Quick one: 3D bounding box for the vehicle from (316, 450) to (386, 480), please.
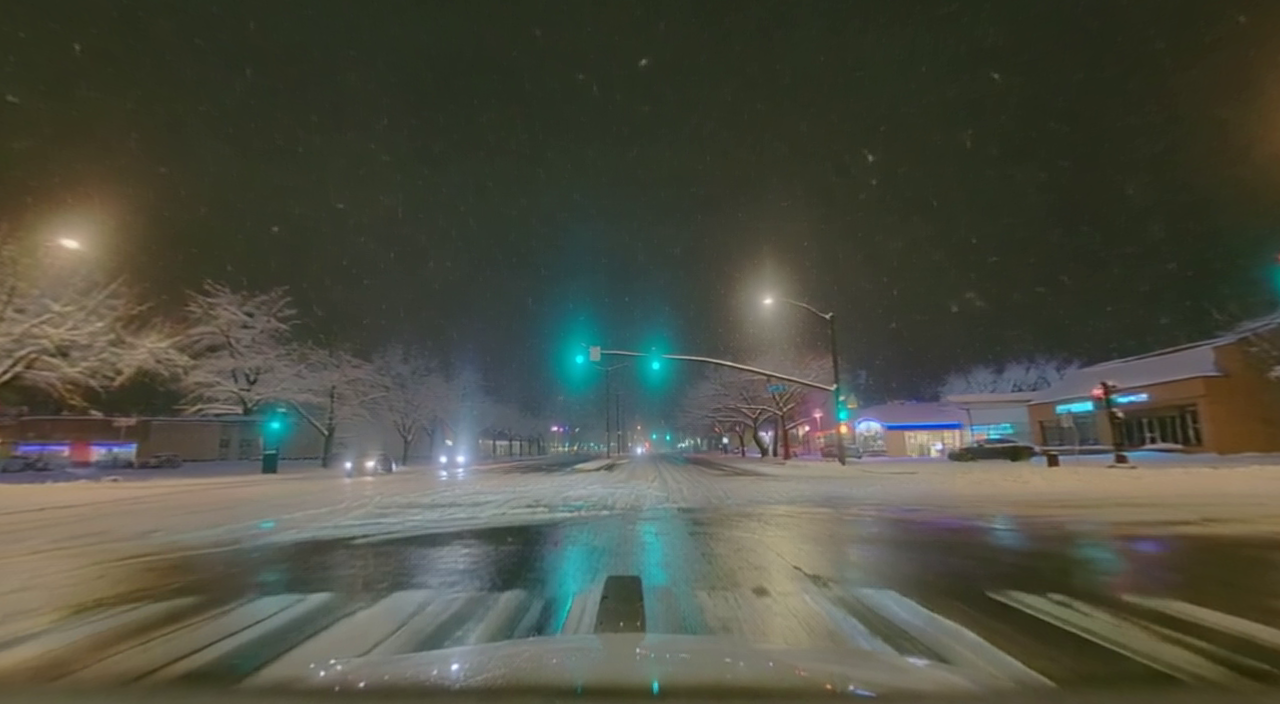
[{"bbox_3d":[-16.598,6.483,36.600,1.924,1.557,4.357,0,-8,1],"label":"vehicle"}]

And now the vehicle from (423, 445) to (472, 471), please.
[{"bbox_3d":[-12.975,7.165,42.772,1.892,1.639,4.311,0,-8,1],"label":"vehicle"}]

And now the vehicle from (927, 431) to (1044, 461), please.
[{"bbox_3d":[20.904,5.705,38.385,5.587,1.689,2.605,0,-9,-3],"label":"vehicle"}]
